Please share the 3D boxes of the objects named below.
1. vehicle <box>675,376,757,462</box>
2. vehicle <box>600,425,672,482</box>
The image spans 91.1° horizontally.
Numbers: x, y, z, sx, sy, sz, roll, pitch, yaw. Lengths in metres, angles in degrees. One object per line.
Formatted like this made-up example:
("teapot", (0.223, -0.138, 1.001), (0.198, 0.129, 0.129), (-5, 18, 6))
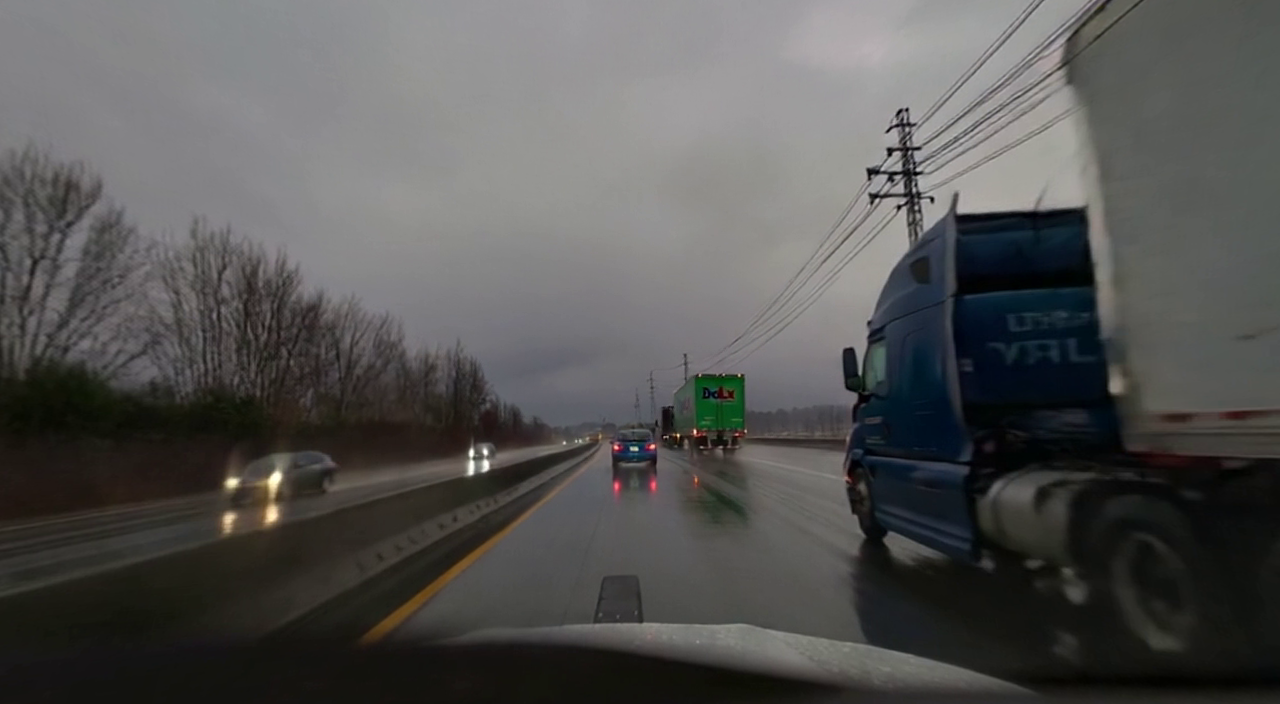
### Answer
("vehicle", (3.639, 3.590, 32.700), (2.835, 3.872, 8.916), (0, -8, -2))
("vehicle", (-0.187, 3.151, 19.833), (2.062, 1.581, 3.914), (0, -8, -2))
